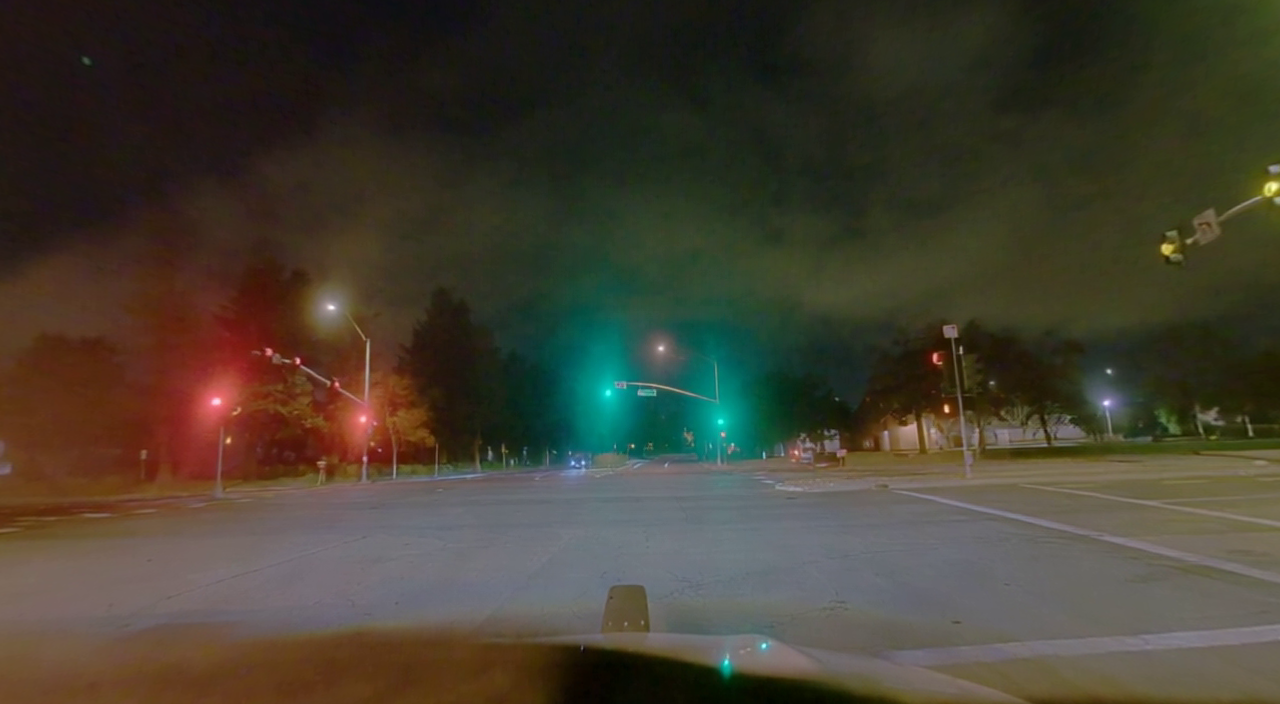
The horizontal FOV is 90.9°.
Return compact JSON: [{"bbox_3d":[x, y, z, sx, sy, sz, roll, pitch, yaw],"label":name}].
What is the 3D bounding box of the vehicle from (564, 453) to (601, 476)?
[{"bbox_3d":[-4.470,8.856,49.858,2.030,1.704,4.205,-1,-8,7],"label":"vehicle"}]
